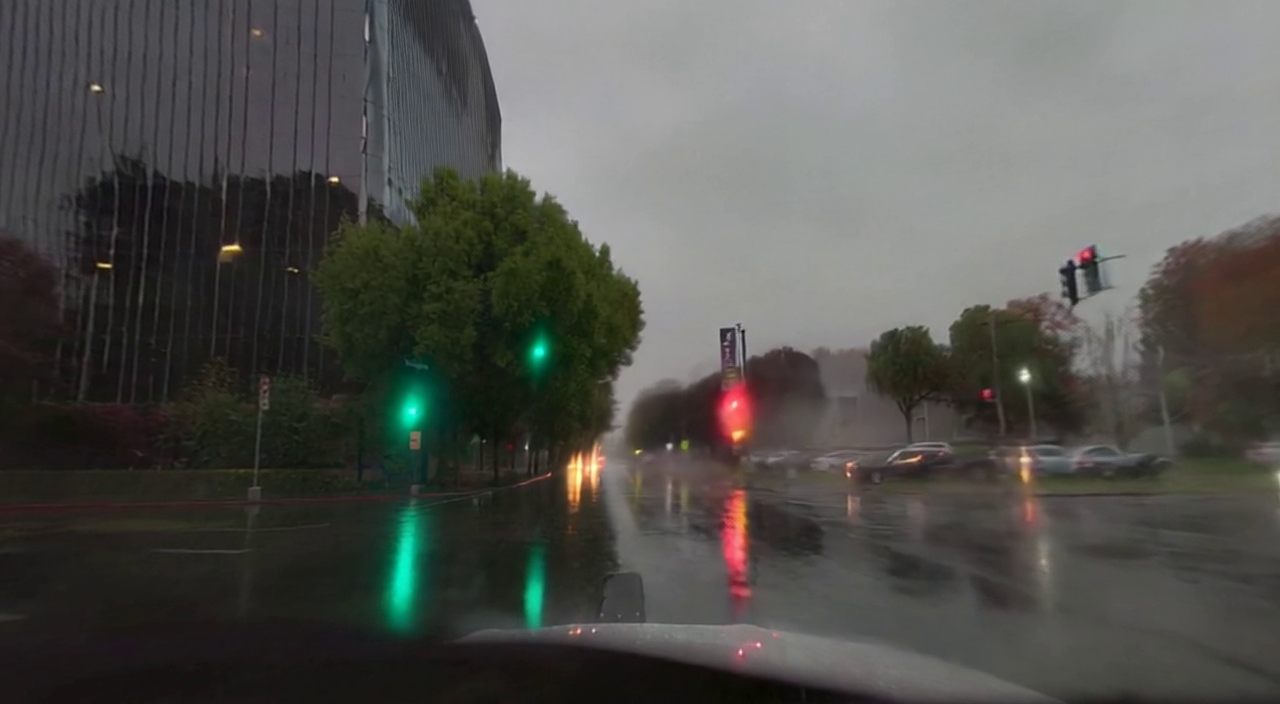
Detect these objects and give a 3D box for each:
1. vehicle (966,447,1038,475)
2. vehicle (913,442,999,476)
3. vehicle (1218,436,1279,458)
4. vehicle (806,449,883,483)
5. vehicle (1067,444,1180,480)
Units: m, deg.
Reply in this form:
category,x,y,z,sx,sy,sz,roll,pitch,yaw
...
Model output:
category,x,y,z,sx,sy,sz,roll,pitch,yaw
vehicle,20.609,6.186,35.867,1.923,1.463,3.758,0,-8,2
vehicle,15.809,5.293,31.317,4.522,1.546,1.941,6,-11,-37
vehicle,42.301,6.603,43.331,1.472,1.397,3.253,-1,-9,1
vehicle,10.083,5.555,30.745,1.955,1.508,4.295,-8,-12,41
vehicle,20.023,4.552,26.151,1.851,1.388,3.475,0,-9,0
